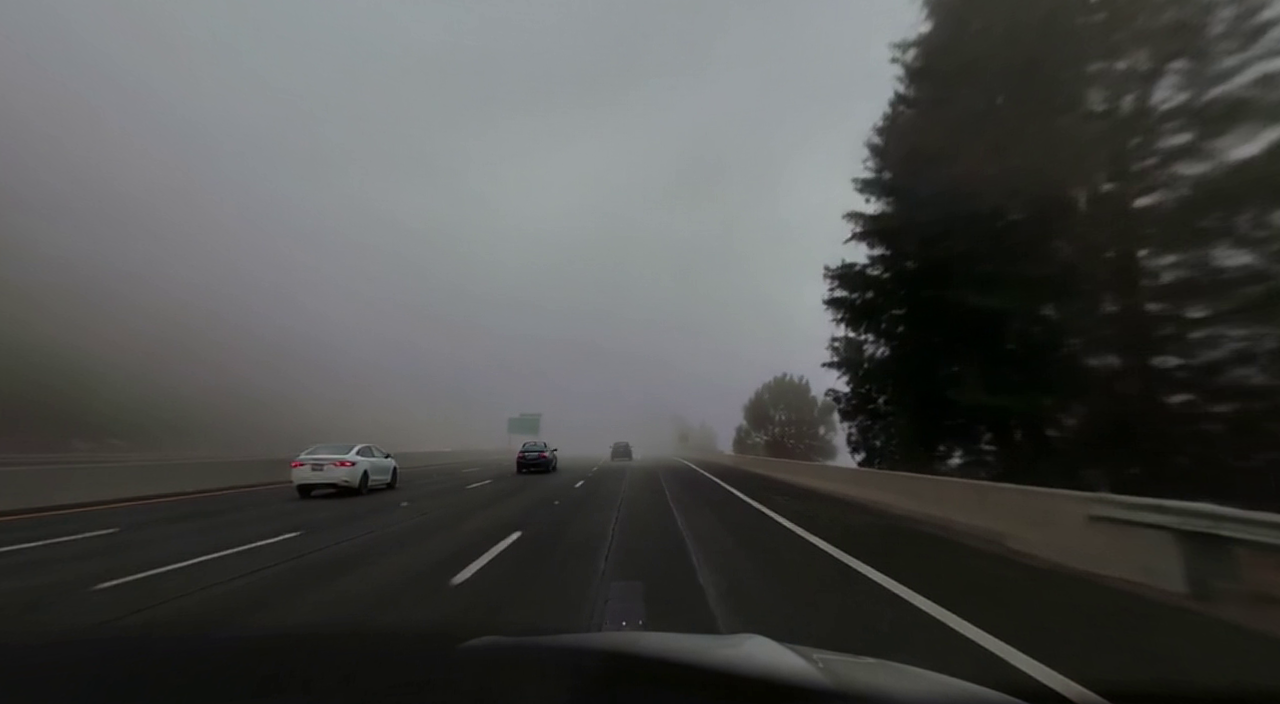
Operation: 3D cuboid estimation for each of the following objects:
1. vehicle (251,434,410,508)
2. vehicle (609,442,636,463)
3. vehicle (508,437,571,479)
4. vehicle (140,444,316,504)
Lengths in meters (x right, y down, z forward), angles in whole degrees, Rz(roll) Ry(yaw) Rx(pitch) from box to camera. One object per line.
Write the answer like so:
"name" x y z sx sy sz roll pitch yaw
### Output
"vehicle" -7.707 2.976 16.233 2.086 1.628 4.039 0 -8 -1
"vehicle" -1.257 7.313 45.923 1.881 1.460 3.694 0 -8 -2
"vehicle" -4.169 4.479 26.943 1.991 1.610 4.606 0 -8 -1
"vehicle" -11.756 3.464 18.501 2.028 1.499 4.702 0 -8 -1
